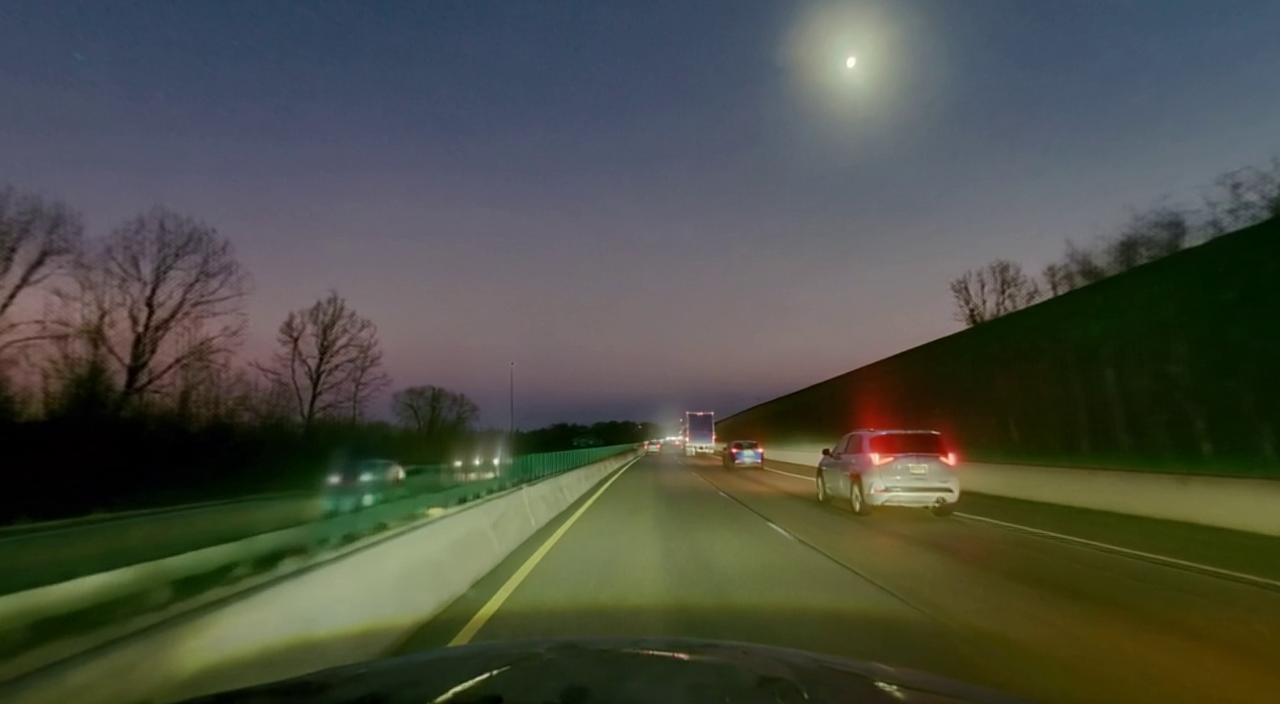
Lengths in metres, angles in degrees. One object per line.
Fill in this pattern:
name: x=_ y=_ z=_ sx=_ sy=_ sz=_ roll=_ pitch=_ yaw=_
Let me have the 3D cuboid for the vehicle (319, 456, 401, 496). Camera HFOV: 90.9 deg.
vehicle: x=-11.739 y=5.205 z=26.697 sx=1.810 sy=1.481 sz=3.837 roll=1 pitch=-8 yaw=-2

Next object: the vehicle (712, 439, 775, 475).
vehicle: x=4.539 y=4.670 z=28.330 sx=2.000 sy=1.473 sz=4.440 roll=0 pitch=-8 yaw=-1

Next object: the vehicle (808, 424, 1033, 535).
vehicle: x=4.493 y=2.082 z=10.906 sx=1.940 sy=1.539 sz=4.005 roll=1 pitch=-8 yaw=-2
